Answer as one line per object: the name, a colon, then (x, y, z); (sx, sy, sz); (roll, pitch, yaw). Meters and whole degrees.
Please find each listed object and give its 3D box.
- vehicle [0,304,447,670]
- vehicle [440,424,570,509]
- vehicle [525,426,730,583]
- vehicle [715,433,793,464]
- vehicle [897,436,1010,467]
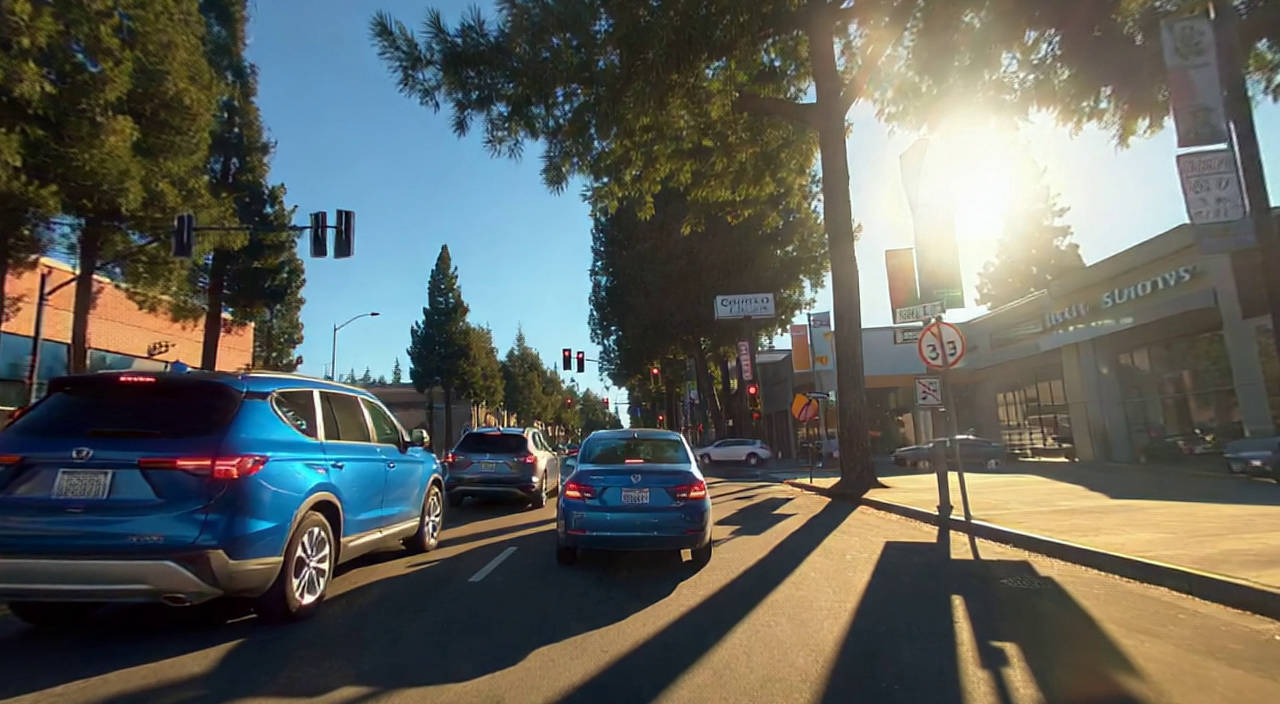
vehicle: (-3.809, 1.129, 6.220); (2.152, 2.118, 5.066); (0, -8, 0)
vehicle: (-2.917, 2.595, 14.599); (2.047, 1.664, 4.148); (0, -8, 1)
vehicle: (-0.154, 1.776, 8.171); (1.966, 1.481, 4.146); (0, -8, -1)
vehicle: (6.859, 5.807, 37.769); (4.116, 1.719, 2.069); (-5, -10, 28)
vehicle: (16.031, 5.123, 32.341); (4.809, 1.476, 1.845); (-2, -9, 10)
